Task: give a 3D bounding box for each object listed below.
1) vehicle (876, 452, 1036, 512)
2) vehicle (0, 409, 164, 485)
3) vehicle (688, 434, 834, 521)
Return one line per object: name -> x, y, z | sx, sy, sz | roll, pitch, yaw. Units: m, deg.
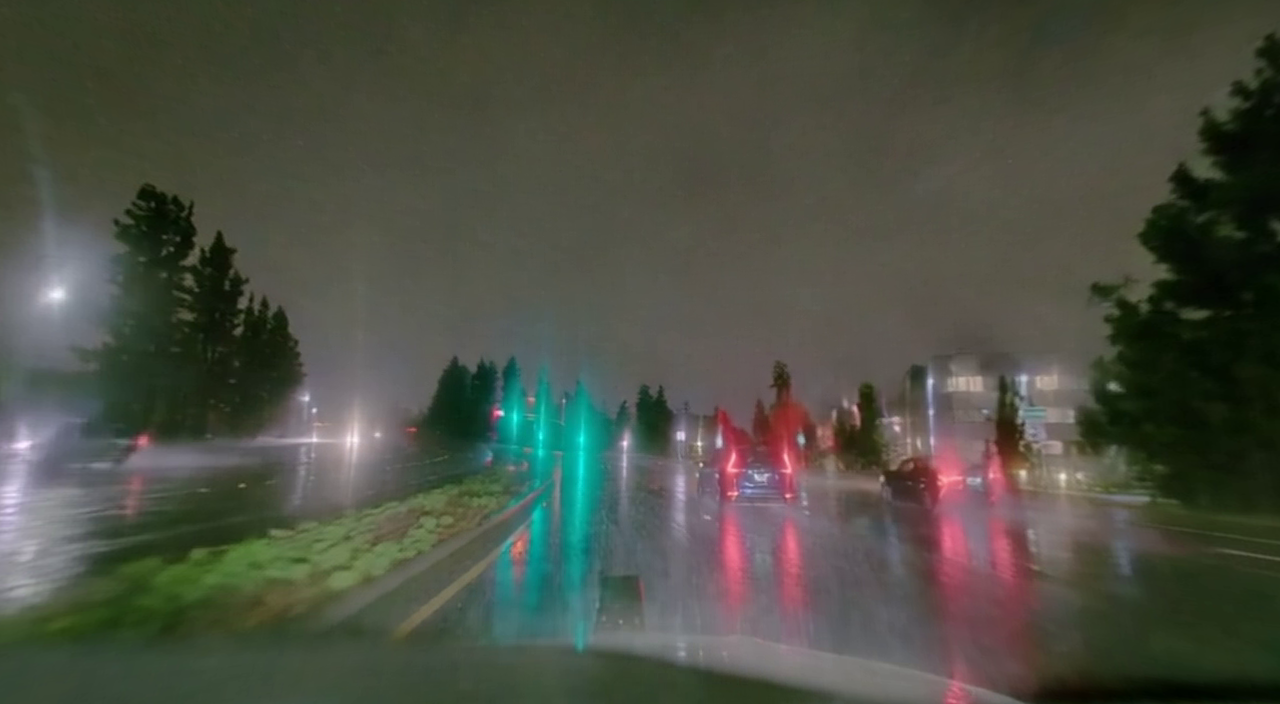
vehicle -> 9.000, 3.712, 18.566 | 1.940, 1.460, 4.652 | 1, -9, -5
vehicle -> -14.132, 2.311, 15.476 | 2.206, 1.583, 4.539 | 2, -9, -14
vehicle -> 2.513, 2.754, 14.451 | 2.122, 1.646, 4.525 | 1, -9, -4
